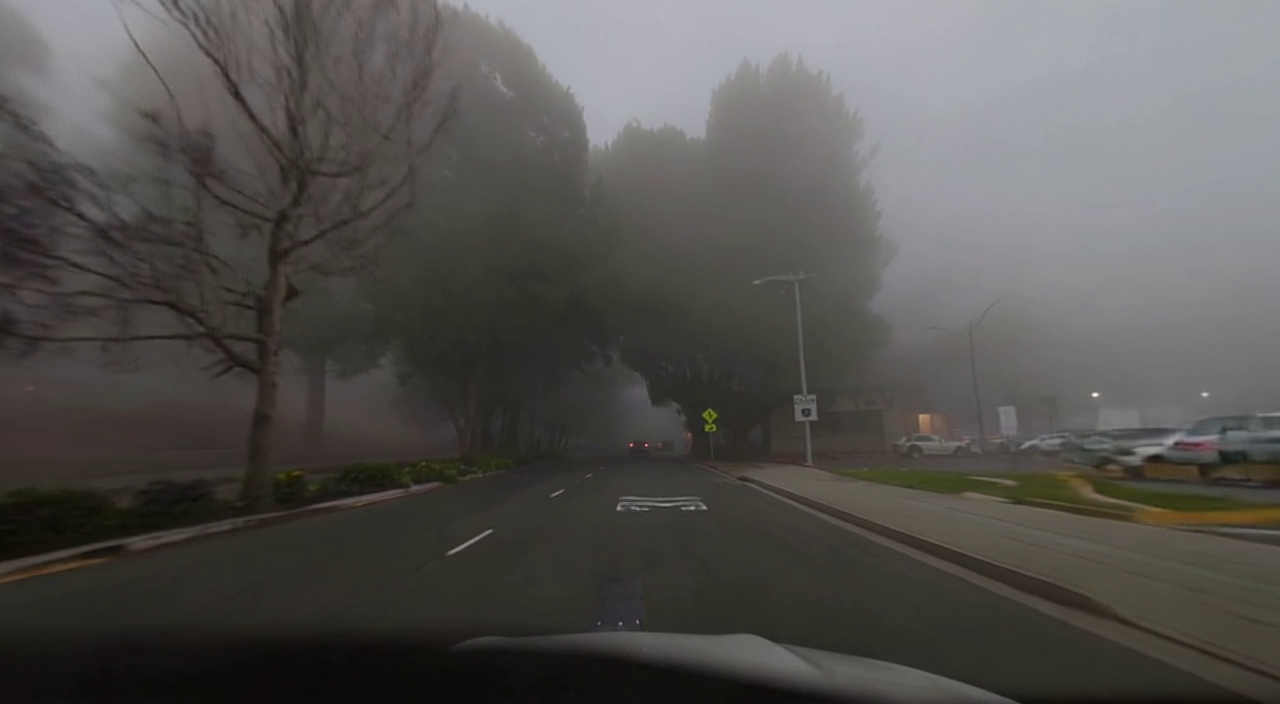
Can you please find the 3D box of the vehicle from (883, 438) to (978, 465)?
[{"bbox_3d":[16.998,5.859,37.199,4.563,1.457,2.139,-1,-7,6],"label":"vehicle"}]
